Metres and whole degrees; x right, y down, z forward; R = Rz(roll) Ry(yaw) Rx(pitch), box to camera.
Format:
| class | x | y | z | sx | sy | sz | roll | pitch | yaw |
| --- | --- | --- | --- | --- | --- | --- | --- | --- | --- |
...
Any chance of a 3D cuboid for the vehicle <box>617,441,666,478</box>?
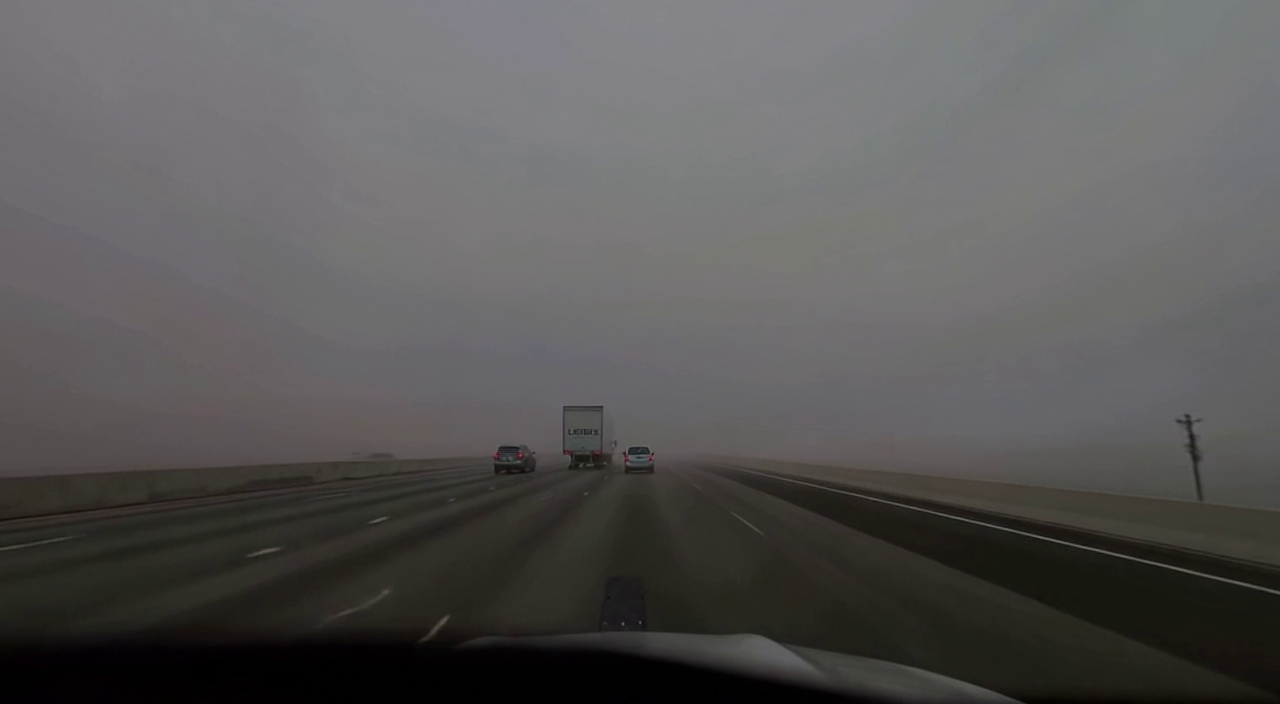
| class | x | y | z | sx | sy | sz | roll | pitch | yaw |
| --- | --- | --- | --- | --- | --- | --- | --- | --- | --- |
| vehicle | 0.053 | 4.985 | 29.358 | 2.168 | 1.597 | 3.615 | 0 | -9 | 0 |

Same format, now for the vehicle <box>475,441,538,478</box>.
| class | x | y | z | sx | sy | sz | roll | pitch | yaw |
| --- | --- | --- | --- | --- | --- | --- | --- | --- | --- |
| vehicle | -6.606 | 5.361 | 31.722 | 2.124 | 1.674 | 4.541 | 0 | -9 | 0 |

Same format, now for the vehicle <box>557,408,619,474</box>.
| class | x | y | z | sx | sy | sz | roll | pitch | yaw |
| --- | --- | --- | --- | --- | --- | --- | --- | --- | --- |
| vehicle | -2.903 | 5.380 | 37.897 | 2.794 | 3.460 | 8.595 | 0 | -9 | 1 |
